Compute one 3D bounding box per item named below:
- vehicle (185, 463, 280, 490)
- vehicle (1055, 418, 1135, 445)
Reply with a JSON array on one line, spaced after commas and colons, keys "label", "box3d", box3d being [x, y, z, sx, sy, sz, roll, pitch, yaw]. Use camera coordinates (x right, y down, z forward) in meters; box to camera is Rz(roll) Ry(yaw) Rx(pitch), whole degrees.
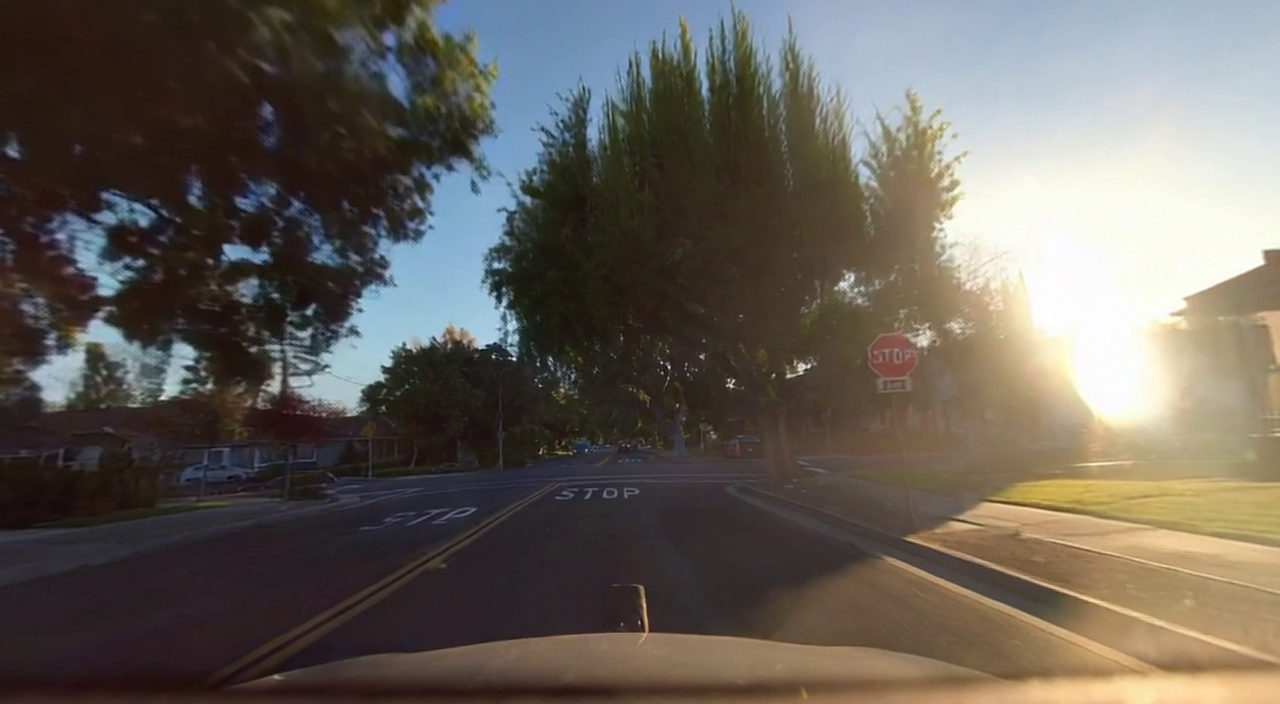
[{"label": "vehicle", "box3d": [-24.329, 7.432, 37.832, 4.380, 1.462, 1.864, 0, -9, -1]}, {"label": "vehicle", "box3d": [29.207, 5.155, 40.753, 1.846, 1.452, 4.499, -1, -11, 1]}]
